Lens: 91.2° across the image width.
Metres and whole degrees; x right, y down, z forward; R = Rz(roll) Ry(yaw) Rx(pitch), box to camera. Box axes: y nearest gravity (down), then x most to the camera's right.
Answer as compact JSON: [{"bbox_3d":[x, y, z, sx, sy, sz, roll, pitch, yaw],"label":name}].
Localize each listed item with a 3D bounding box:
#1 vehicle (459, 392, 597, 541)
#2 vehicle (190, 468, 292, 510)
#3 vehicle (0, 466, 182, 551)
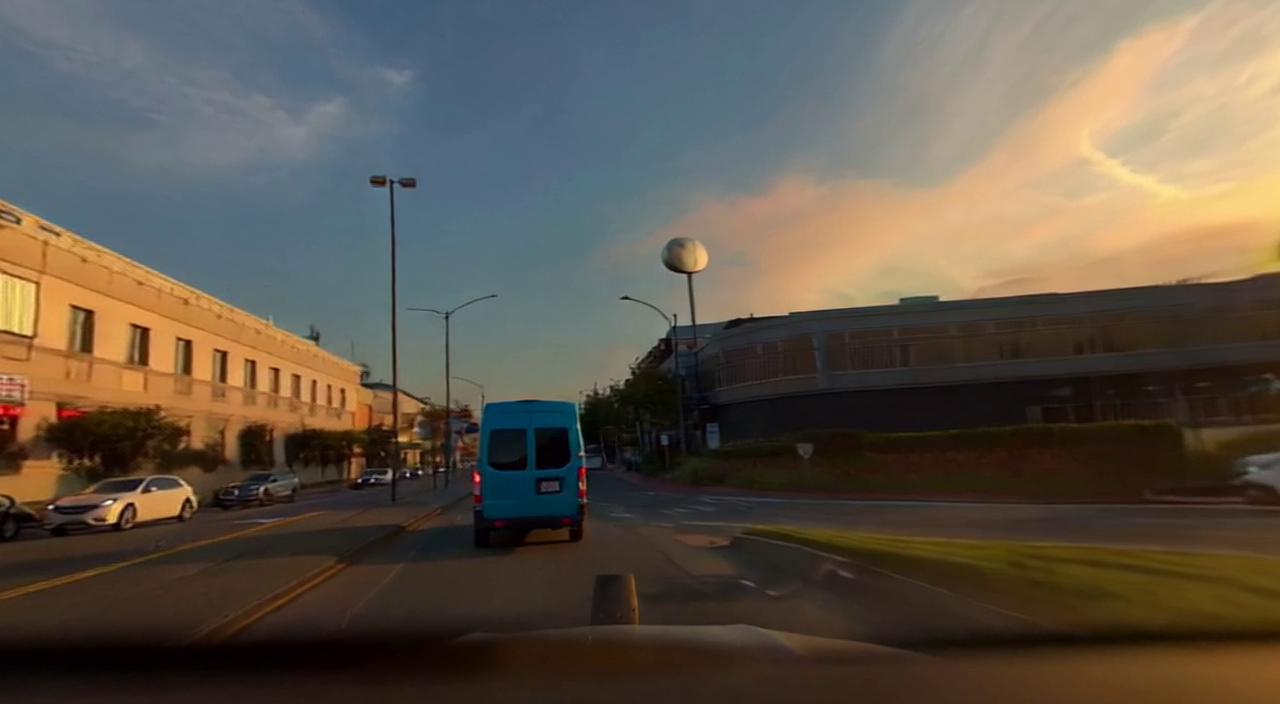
[{"bbox_3d":[-2.549,2.471,14.171,2.432,2.624,5.670,1,-9,-11],"label":"vehicle"},{"bbox_3d":[-18.936,6.483,30.016,1.938,1.688,4.523,0,-9,-1],"label":"vehicle"},{"bbox_3d":[-14.677,4.120,17.080,2.114,1.668,3.747,-5,-8,-10],"label":"vehicle"}]
